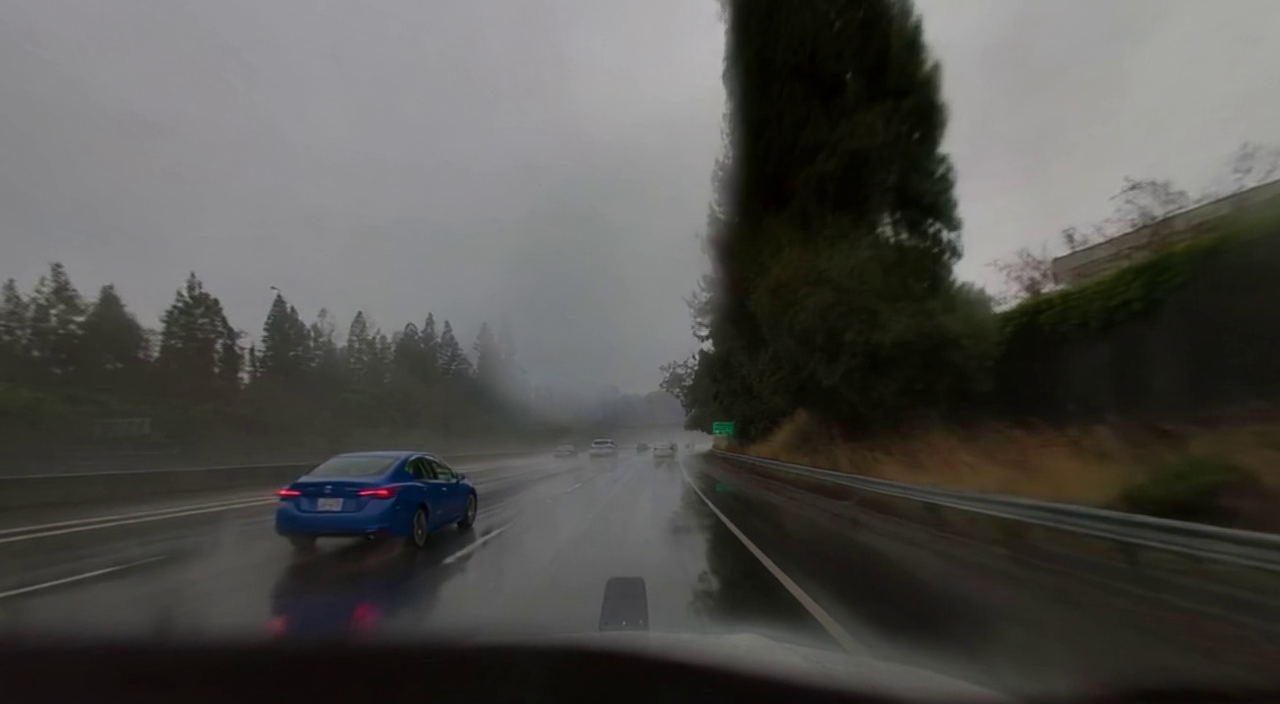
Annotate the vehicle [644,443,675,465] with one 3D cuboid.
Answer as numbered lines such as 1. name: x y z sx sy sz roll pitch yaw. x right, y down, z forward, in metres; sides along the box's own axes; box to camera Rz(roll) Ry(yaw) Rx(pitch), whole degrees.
1. vehicle: 1.451 7.262 45.024 2.113 1.464 4.073 0 -8 3

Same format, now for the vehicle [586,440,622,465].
1. vehicle: -2.593 7.407 46.677 2.071 1.716 4.363 -1 -8 4
